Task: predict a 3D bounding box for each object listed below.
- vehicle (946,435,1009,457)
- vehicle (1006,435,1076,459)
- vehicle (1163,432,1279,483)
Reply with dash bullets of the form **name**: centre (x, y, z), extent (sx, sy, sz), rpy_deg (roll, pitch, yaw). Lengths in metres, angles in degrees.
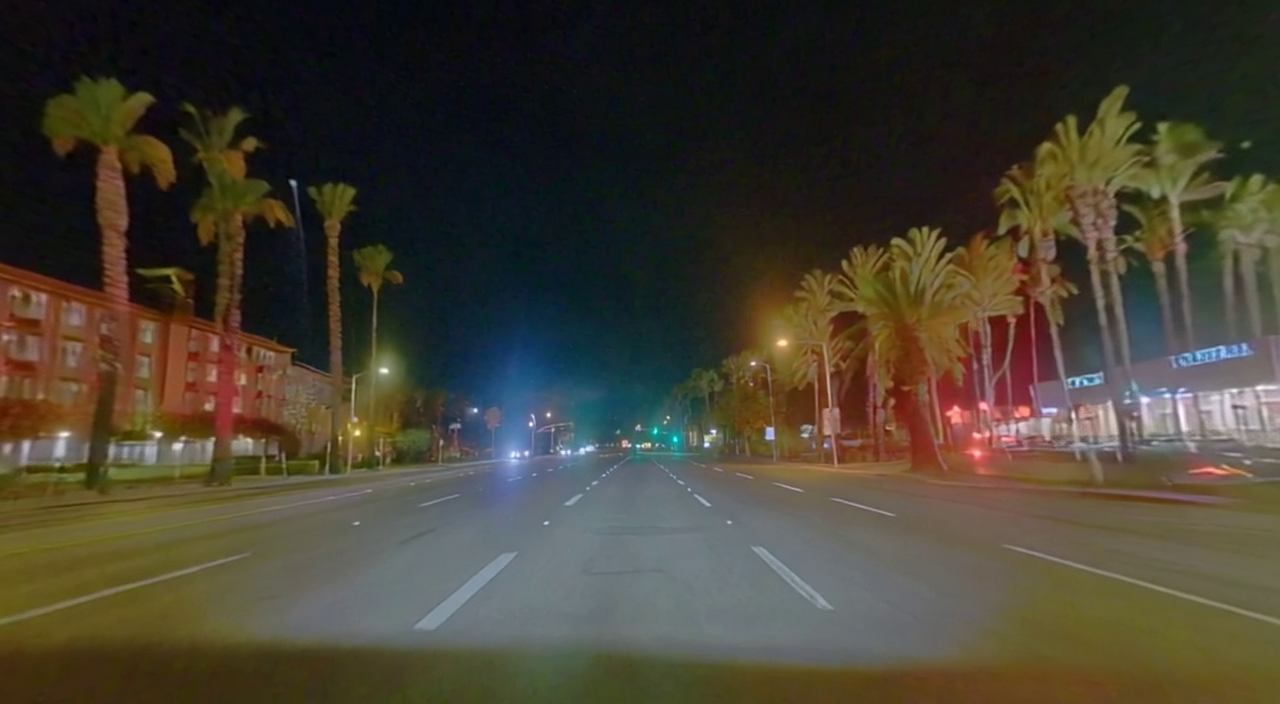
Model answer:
- **vehicle**: centre (25.362, 7.076, 47.556), extent (3.996, 1.617, 1.807), rpy_deg (-4, -9, 27)
- **vehicle**: centre (30.354, 7.214, 47.989), extent (4.058, 1.538, 1.994), rpy_deg (-7, -8, 23)
- **vehicle**: centre (21.526, 3.655, 22.144), extent (4.620, 1.475, 1.904), rpy_deg (-3, -9, -2)
